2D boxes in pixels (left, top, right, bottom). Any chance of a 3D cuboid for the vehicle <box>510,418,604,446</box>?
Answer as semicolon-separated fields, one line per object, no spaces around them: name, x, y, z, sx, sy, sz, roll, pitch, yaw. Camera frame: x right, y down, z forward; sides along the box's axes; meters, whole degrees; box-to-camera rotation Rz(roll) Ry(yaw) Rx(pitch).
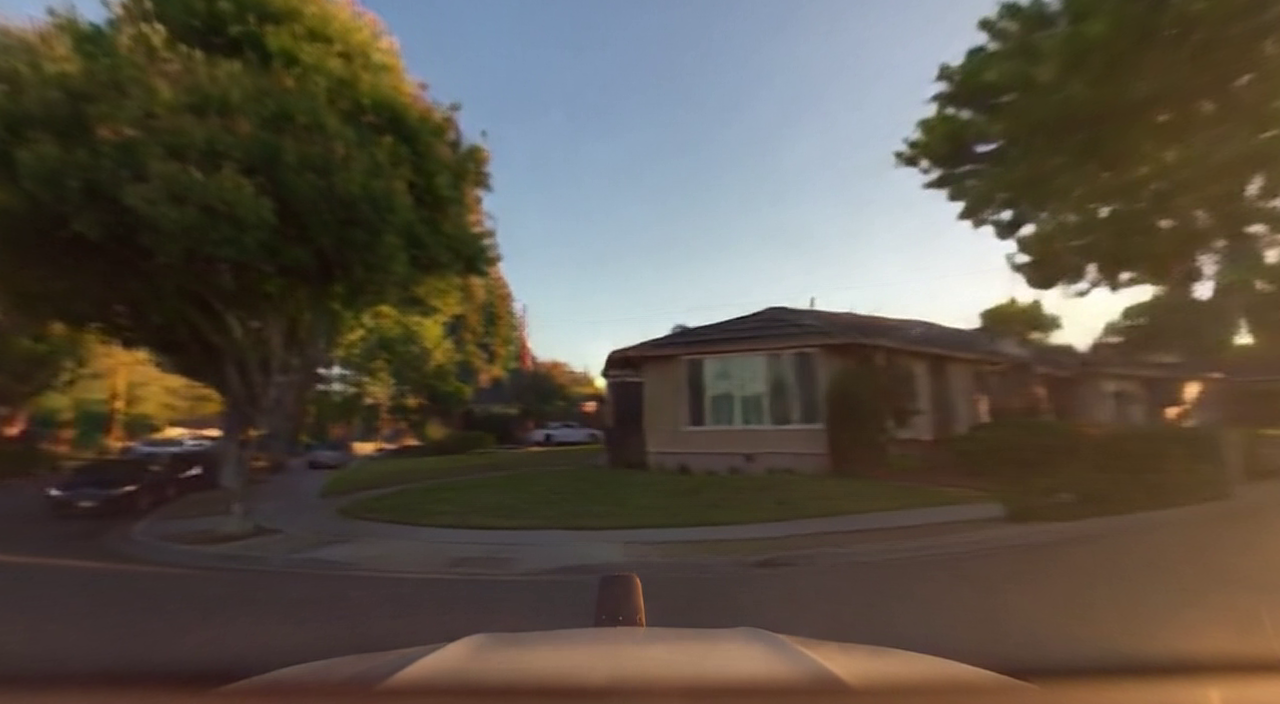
vehicle;-4.655;4.543;35.517;4.799;1.469;2.010;4;-9;-25

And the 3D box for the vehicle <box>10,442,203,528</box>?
vehicle;-11.116;2.710;13.635;1.969;1.493;4.681;4;-9;-26
